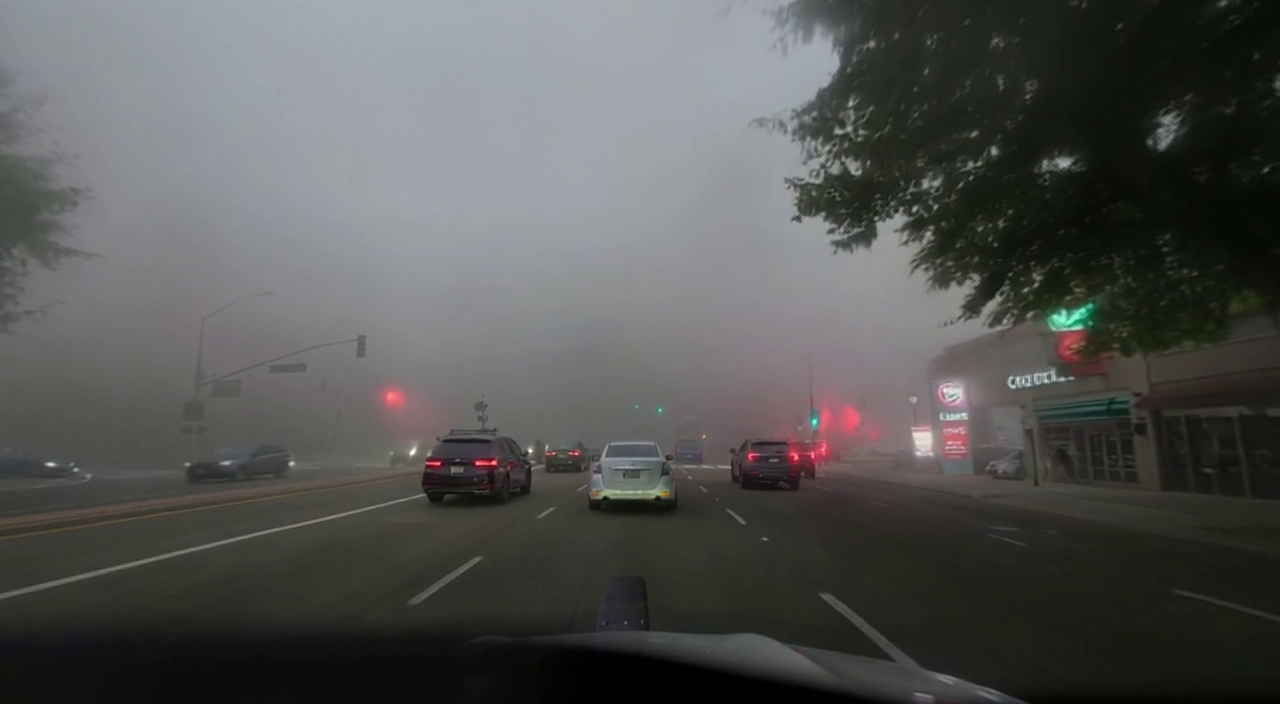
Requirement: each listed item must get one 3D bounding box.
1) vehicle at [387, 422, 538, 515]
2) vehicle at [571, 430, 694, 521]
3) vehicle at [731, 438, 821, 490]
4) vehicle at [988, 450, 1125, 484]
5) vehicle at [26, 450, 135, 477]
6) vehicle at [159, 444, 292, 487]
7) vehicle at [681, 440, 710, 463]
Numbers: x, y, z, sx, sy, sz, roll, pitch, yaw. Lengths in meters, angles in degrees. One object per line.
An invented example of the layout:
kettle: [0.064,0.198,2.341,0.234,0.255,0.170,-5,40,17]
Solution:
vehicle: [-3.569,2.420,13.560,1.983,1.685,3.997,0,-8,2]
vehicle: [-0.125,2.448,13.028,2.121,1.563,4.031,0,-8,0]
vehicle: [4.273,3.574,20.510,1.979,1.485,4.207,0,-8,0]
vehicle: [19.057,5.275,29.043,4.795,1.457,1.986,0,-8,4]
vehicle: [-31.337,6.243,35.469,4.106,1.384,1.878,4,-9,-26]
vehicle: [-15.495,4.229,23.914,1.896,1.468,4.573,0,-8,0]
vehicle: [4.085,7.379,46.859,1.848,1.665,3.747,0,-8,0]
